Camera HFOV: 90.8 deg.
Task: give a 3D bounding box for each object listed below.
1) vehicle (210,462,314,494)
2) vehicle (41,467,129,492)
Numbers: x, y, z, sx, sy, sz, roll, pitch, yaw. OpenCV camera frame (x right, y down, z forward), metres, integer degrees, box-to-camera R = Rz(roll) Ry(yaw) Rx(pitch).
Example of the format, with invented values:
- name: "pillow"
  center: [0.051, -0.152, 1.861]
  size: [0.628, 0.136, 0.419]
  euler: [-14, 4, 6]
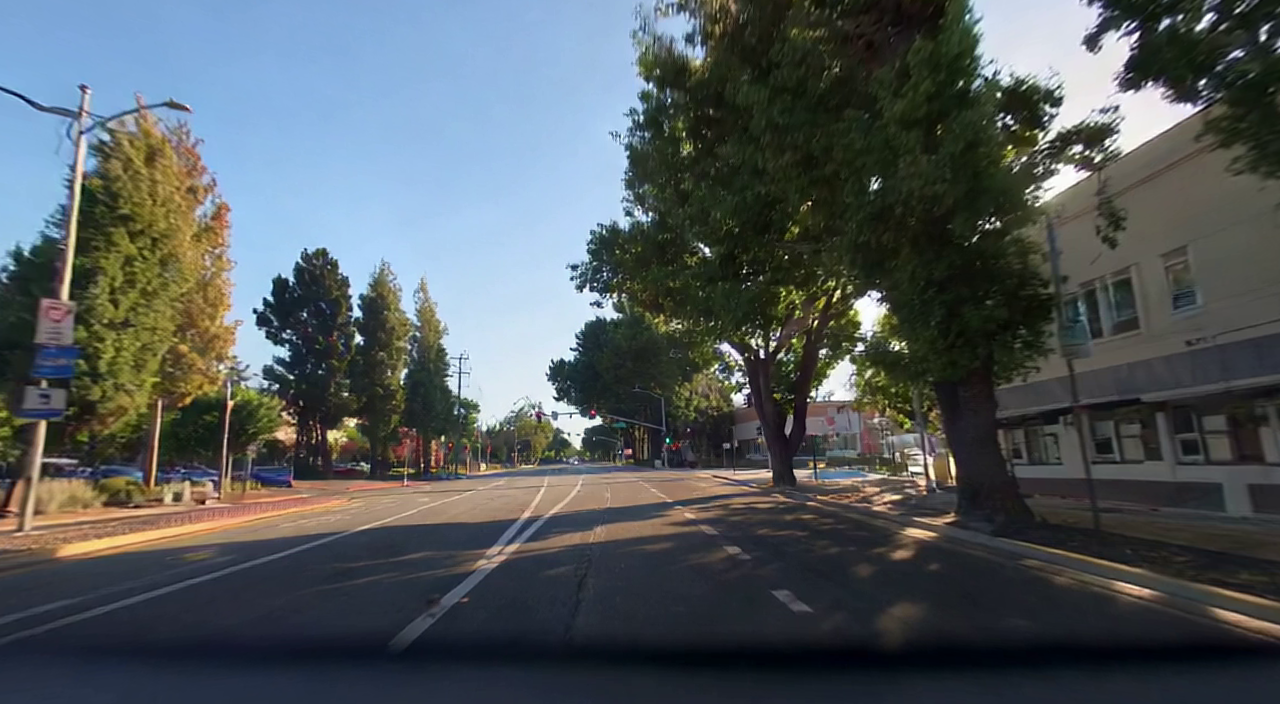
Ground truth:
- name: "vehicle"
  center: [-25.418, 8.491, 42.718]
  size: [5.473, 1.957, 2.253]
  euler: [1, -9, -8]
- name: "vehicle"
  center: [-41.446, 9.519, 47.294]
  size: [4.377, 1.654, 2.018]
  euler: [3, -9, -20]
